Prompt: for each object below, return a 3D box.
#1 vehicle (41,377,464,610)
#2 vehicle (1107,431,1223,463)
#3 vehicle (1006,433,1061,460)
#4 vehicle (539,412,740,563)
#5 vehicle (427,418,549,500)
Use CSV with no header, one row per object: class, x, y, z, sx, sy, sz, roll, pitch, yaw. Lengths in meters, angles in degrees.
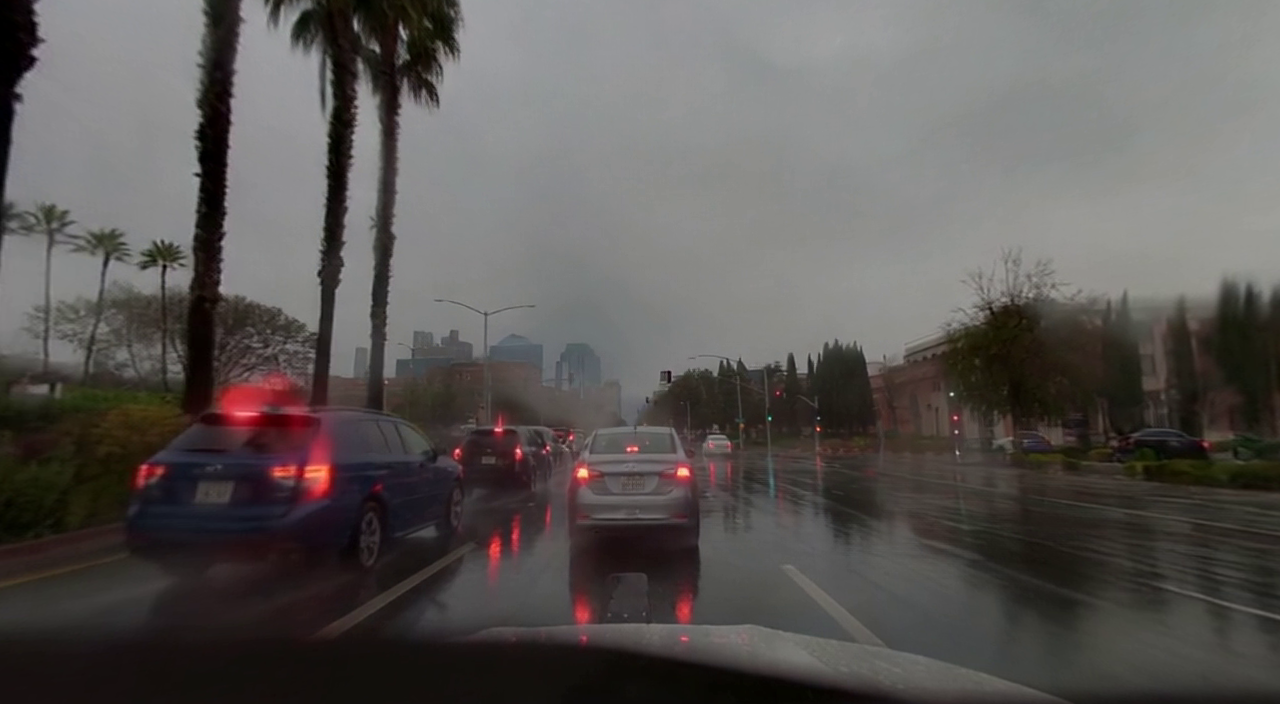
vehicle,-3.524,1.380,6.992,1.914,1.741,4.398,0,-8,-1
vehicle,25.454,4.619,30.674,3.914,1.427,1.779,-2,-8,6
vehicle,26.087,6.266,41.932,1.882,1.672,3.957,-2,-9,14
vehicle,-0.042,1.753,8.872,2.114,1.585,4.285,0,-8,-1
vehicle,-3.441,2.526,15.136,1.840,1.684,4.041,0,-8,1
